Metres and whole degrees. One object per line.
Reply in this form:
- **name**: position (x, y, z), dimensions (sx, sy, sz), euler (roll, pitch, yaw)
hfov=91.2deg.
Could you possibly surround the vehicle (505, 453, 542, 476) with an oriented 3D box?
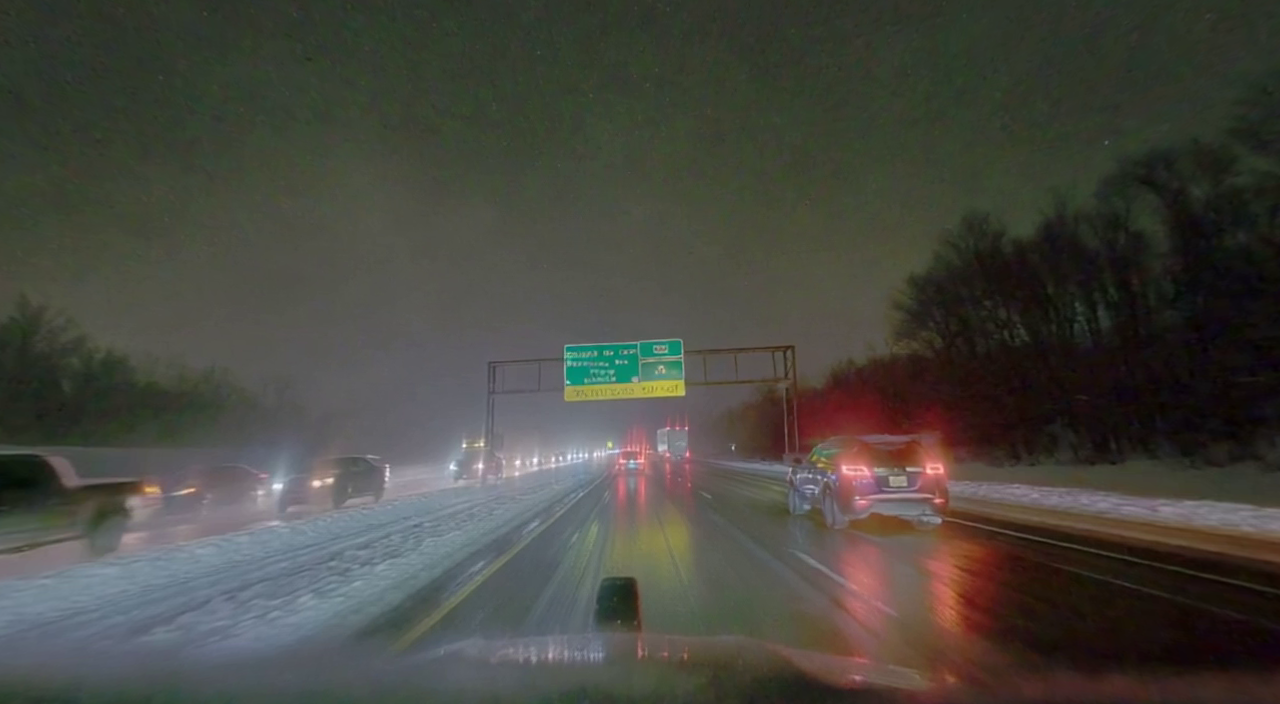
- **vehicle**: position (-8.308, 8.054, 45.023), dimensions (1.850, 1.476, 4.085), euler (0, -9, 0)

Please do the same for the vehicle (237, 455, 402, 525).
- **vehicle**: position (-7.930, 3.412, 16.084), dimensions (1.877, 1.481, 4.430), euler (0, -9, 0)

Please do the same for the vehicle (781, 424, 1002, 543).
- **vehicle**: position (4.098, 2.218, 11.166), dimensions (2.077, 1.673, 4.267), euler (0, -9, -1)

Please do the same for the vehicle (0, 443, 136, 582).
- **vehicle**: position (-8.507, 1.847, 7.072), dimensions (1.988, 1.621, 4.397), euler (0, -9, -1)

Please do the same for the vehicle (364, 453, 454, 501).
- **vehicle**: position (-8.106, 4.378, 22.355), dimensions (1.795, 1.493, 3.786), euler (0, -9, 0)

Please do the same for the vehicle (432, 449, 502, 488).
- **vehicle**: position (-7.932, 5.353, 29.209), dimensions (1.987, 1.663, 4.580), euler (0, -9, 0)

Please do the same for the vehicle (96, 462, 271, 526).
- **vehicle**: position (-13.079, 4.054, 18.389), dimensions (1.843, 1.525, 4.390), euler (0, -9, -1)

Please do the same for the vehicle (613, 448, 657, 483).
- **vehicle**: position (-0.255, 5.375, 29.993), dimensions (1.971, 1.518, 4.108), euler (0, -9, -1)
